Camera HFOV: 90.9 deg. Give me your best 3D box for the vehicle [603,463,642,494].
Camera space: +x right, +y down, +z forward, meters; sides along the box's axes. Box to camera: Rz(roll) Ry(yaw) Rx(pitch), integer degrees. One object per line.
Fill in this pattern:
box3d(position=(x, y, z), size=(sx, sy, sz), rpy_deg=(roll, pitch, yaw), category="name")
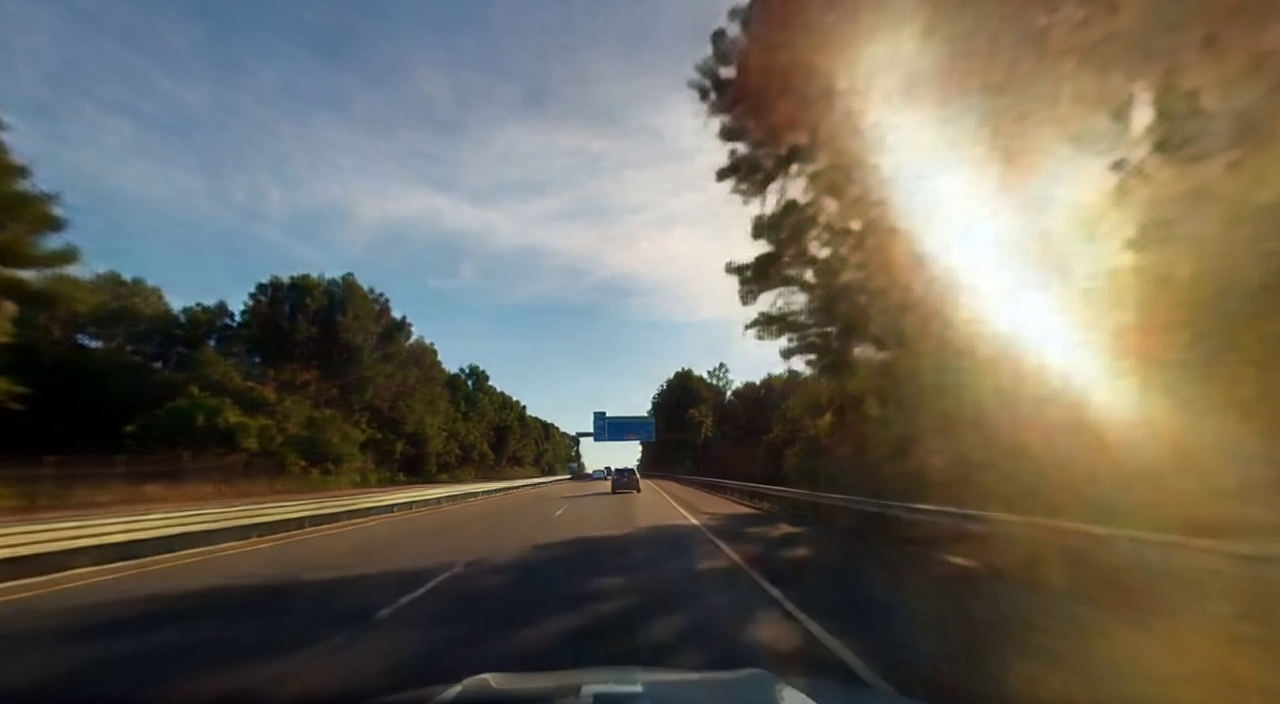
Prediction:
box3d(position=(-1.000, 7.452, 37.387), size=(2.107, 1.668, 4.554), rpy_deg=(1, -11, 0), category="vehicle")
